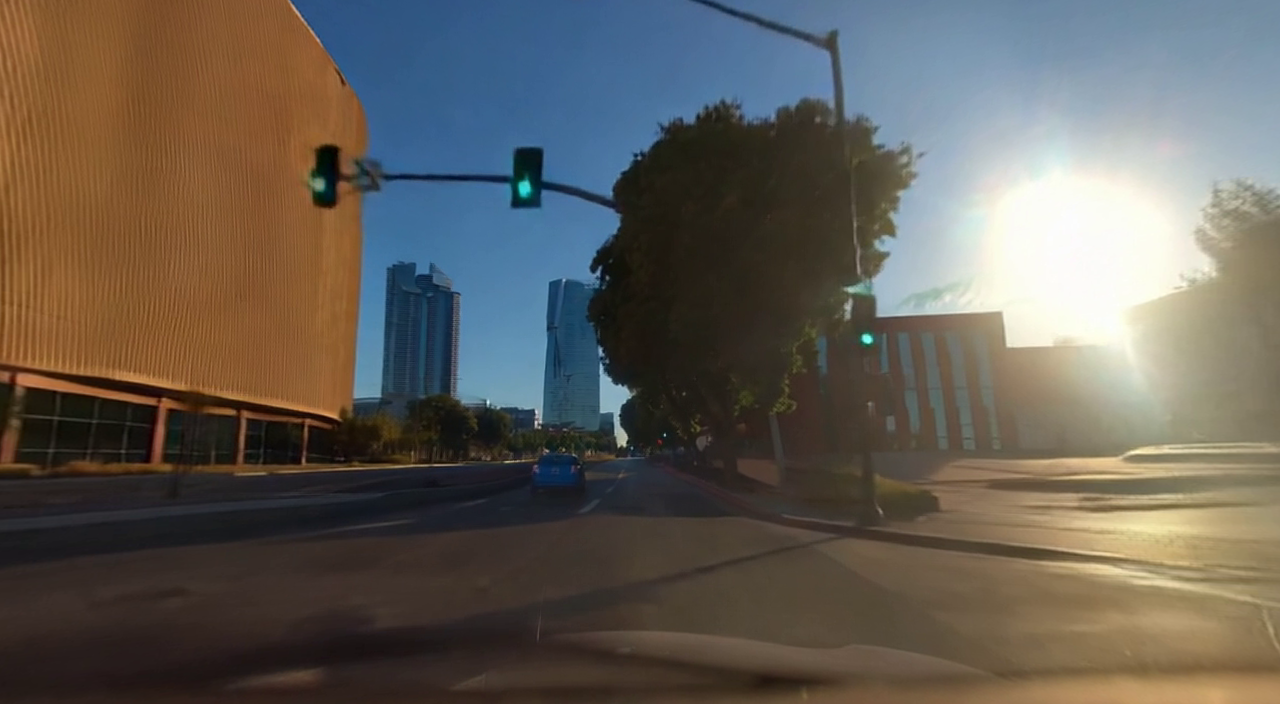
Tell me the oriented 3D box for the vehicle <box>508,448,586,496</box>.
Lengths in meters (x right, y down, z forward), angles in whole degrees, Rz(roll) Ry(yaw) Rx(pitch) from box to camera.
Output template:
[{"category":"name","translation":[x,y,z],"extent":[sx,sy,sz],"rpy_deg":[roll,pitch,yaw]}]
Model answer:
[{"category":"vehicle","translation":[-3.121,4.117,22.076],"extent":[1.971,1.486,4.380],"rpy_deg":[0,-9,1]}]
